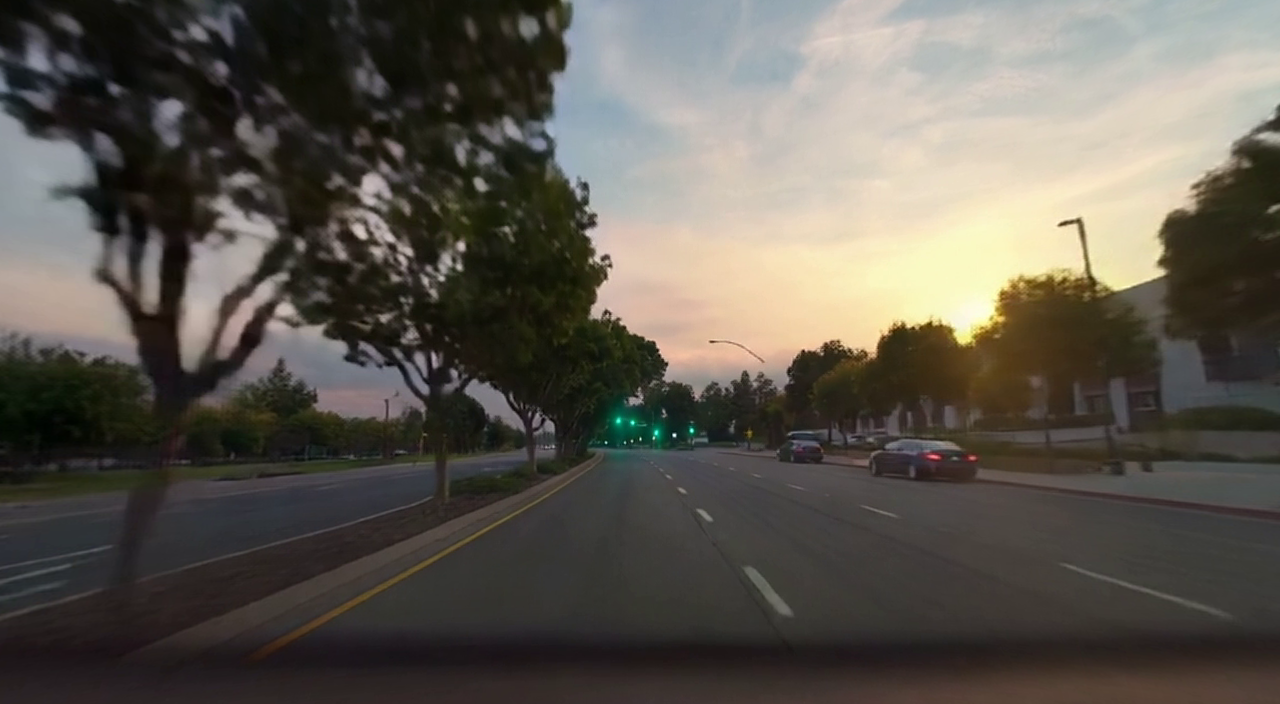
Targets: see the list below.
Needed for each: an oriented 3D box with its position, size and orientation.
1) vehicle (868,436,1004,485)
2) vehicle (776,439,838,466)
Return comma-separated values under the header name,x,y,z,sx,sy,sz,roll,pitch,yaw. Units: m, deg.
name,x,y,z,sx,sy,sz,roll,pitch,yaw
vehicle,10.321,3.827,22.656,2.109,1.533,5.664,0,-8,-1
vehicle,10.336,6.241,39.392,2.034,1.551,5.228,1,-8,-5
